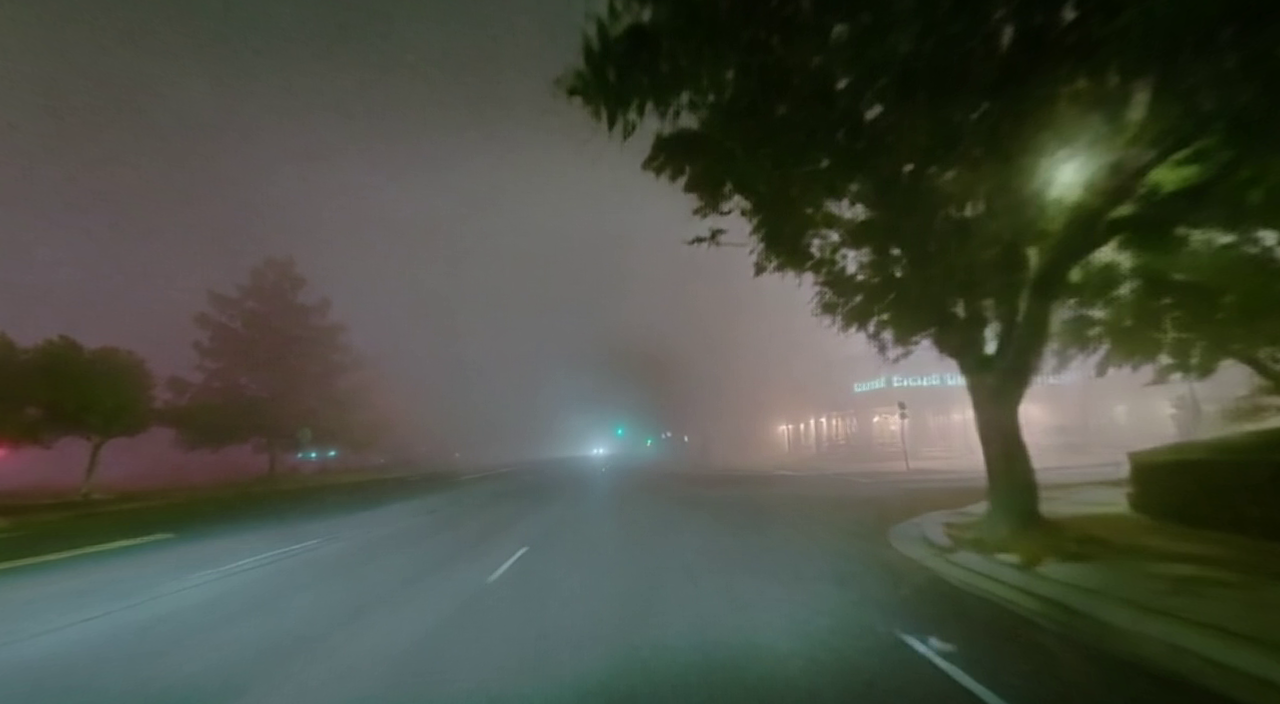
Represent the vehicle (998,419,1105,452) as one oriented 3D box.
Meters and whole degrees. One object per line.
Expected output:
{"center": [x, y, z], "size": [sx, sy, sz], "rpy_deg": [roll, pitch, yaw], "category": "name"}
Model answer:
{"center": [21.730, 4.499, 33.688], "size": [2.028, 1.584, 4.971], "rpy_deg": [1, -9, -5], "category": "vehicle"}
